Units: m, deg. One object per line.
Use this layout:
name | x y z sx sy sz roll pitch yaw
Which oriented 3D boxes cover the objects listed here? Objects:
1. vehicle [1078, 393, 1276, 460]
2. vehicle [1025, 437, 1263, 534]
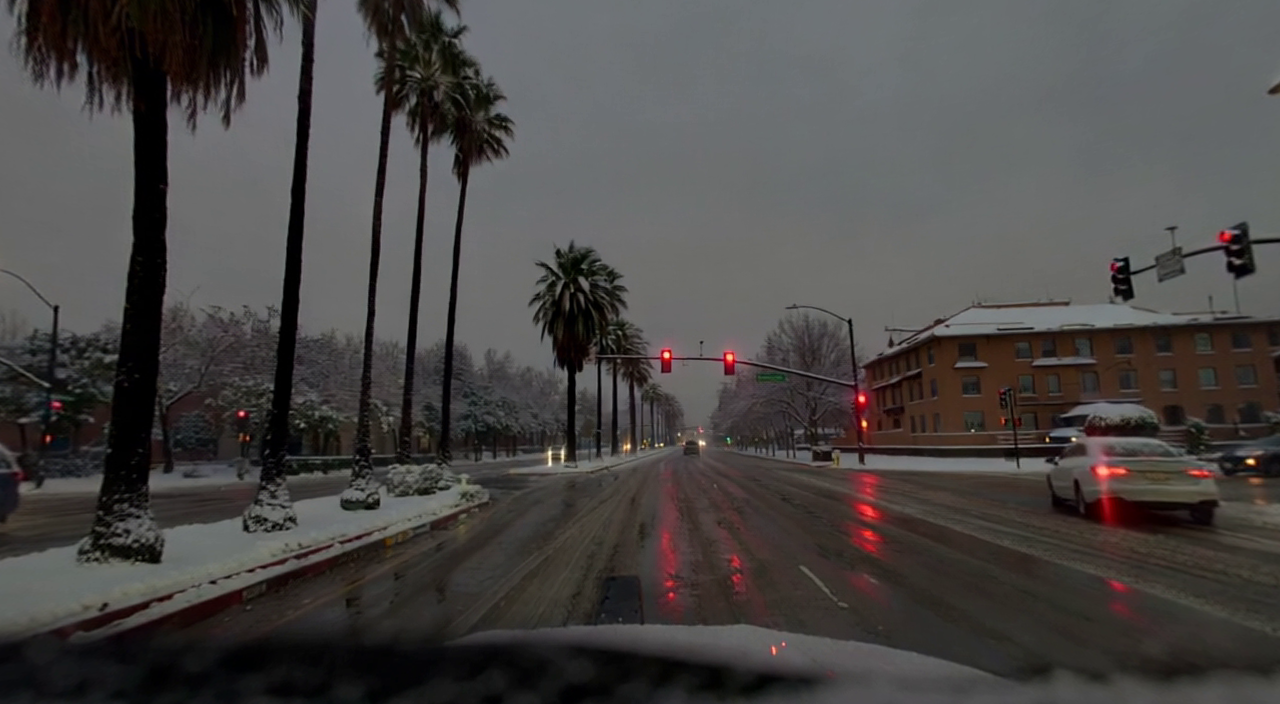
vehicle | 32.637 4.722 39.328 2.863 3.609 10.252 0 -8 -3
vehicle | 9.308 2.434 12.259 2.003 1.475 4.520 -3 -9 17
